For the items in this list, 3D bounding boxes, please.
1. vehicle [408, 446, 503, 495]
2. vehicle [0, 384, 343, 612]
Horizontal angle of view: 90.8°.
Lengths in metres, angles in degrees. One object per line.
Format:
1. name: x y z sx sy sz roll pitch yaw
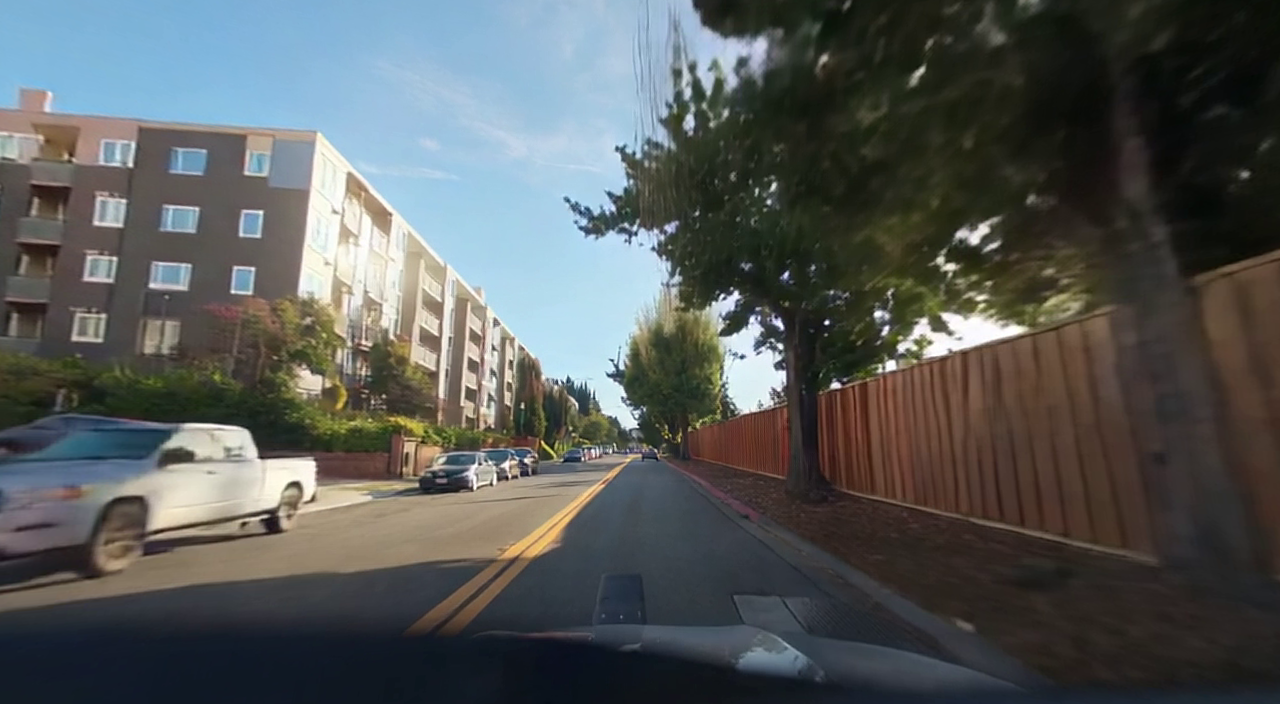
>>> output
1. vehicle: -6.438 4.142 22.625 1.914 1.417 4.750 2 -8 1
2. vehicle: -6.485 1.646 8.402 2.331 1.962 5.633 2 -8 -1
